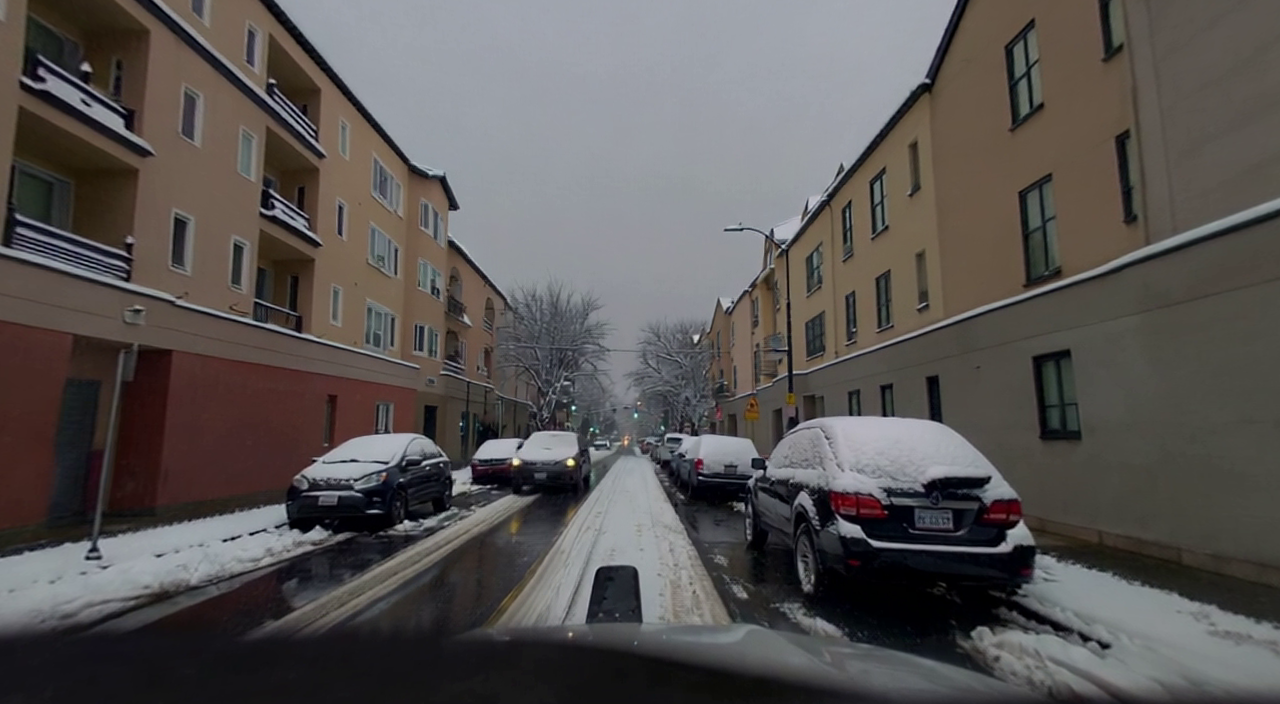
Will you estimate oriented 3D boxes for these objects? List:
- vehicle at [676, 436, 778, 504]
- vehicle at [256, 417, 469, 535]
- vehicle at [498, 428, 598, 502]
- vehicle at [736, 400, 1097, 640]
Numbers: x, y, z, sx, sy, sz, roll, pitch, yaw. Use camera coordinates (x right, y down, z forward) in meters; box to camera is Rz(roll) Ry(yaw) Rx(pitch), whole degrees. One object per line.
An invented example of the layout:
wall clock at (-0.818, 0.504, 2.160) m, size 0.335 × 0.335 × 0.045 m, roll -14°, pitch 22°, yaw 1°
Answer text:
vehicle at (2.005, 2.838, 15.757) m, size 1.786 × 1.447 × 4.314 m, roll 0°, pitch -8°, yaw -2°
vehicle at (-4.540, 2.125, 11.198) m, size 1.883 × 1.499 × 4.426 m, roll 6°, pitch -10°, yaw -3°
vehicle at (-2.065, 2.626, 15.078) m, size 1.845 × 1.544 × 3.388 m, roll 0°, pitch -8°, yaw 1°
vehicle at (2.266, 1.454, 6.487) m, size 1.839 × 1.678 × 3.918 m, roll 0°, pitch -8°, yaw -2°
